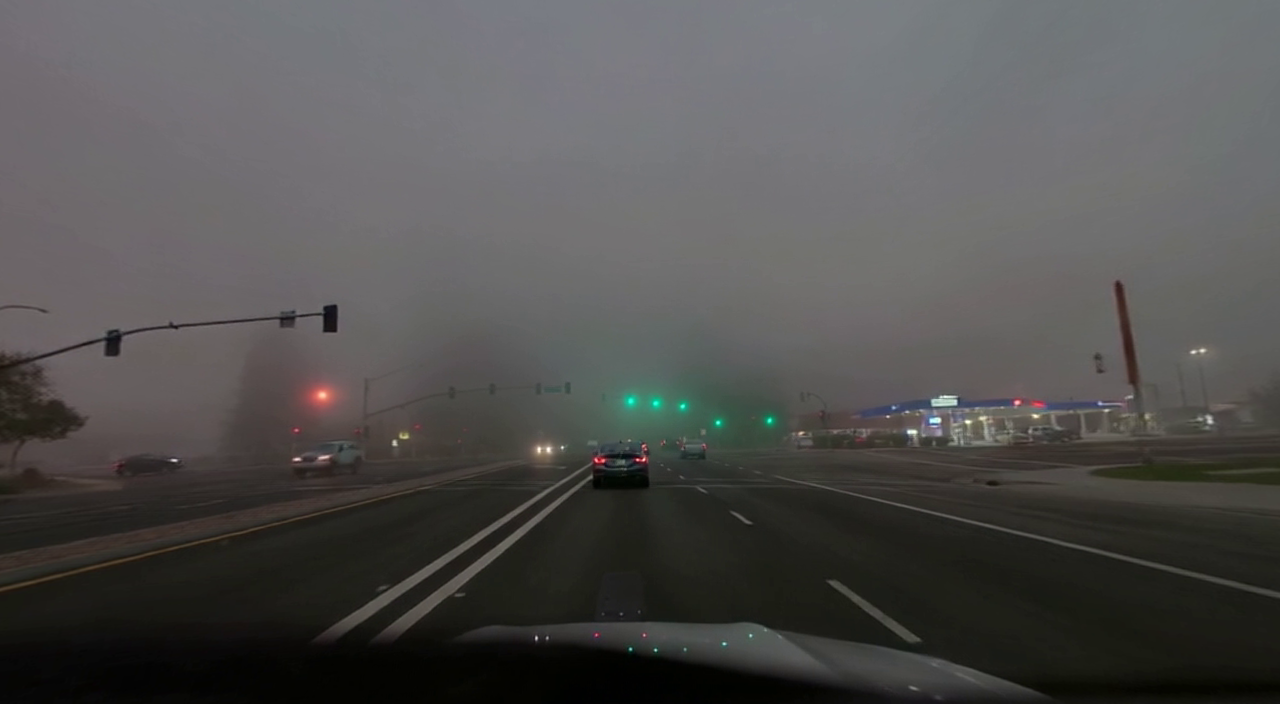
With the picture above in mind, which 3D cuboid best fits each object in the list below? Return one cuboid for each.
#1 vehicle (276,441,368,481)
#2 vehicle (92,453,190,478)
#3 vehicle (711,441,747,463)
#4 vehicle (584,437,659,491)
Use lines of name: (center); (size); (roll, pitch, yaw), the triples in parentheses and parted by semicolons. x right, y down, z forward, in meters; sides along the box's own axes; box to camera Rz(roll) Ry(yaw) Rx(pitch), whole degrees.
vehicle: (-17.396, 5.975, 34.976); (2.224, 2.000, 5.743); (0, -9, -1)
vehicle: (-36.356, 8.238, 46.119); (5.292, 1.717, 2.099); (0, -9, 0)
vehicle: (6.336, 7.169, 45.428); (1.890, 1.489, 4.396); (0, -9, -1)
vehicle: (-0.516, 3.349, 19.121); (2.040, 1.451, 3.736); (0, -9, 0)
